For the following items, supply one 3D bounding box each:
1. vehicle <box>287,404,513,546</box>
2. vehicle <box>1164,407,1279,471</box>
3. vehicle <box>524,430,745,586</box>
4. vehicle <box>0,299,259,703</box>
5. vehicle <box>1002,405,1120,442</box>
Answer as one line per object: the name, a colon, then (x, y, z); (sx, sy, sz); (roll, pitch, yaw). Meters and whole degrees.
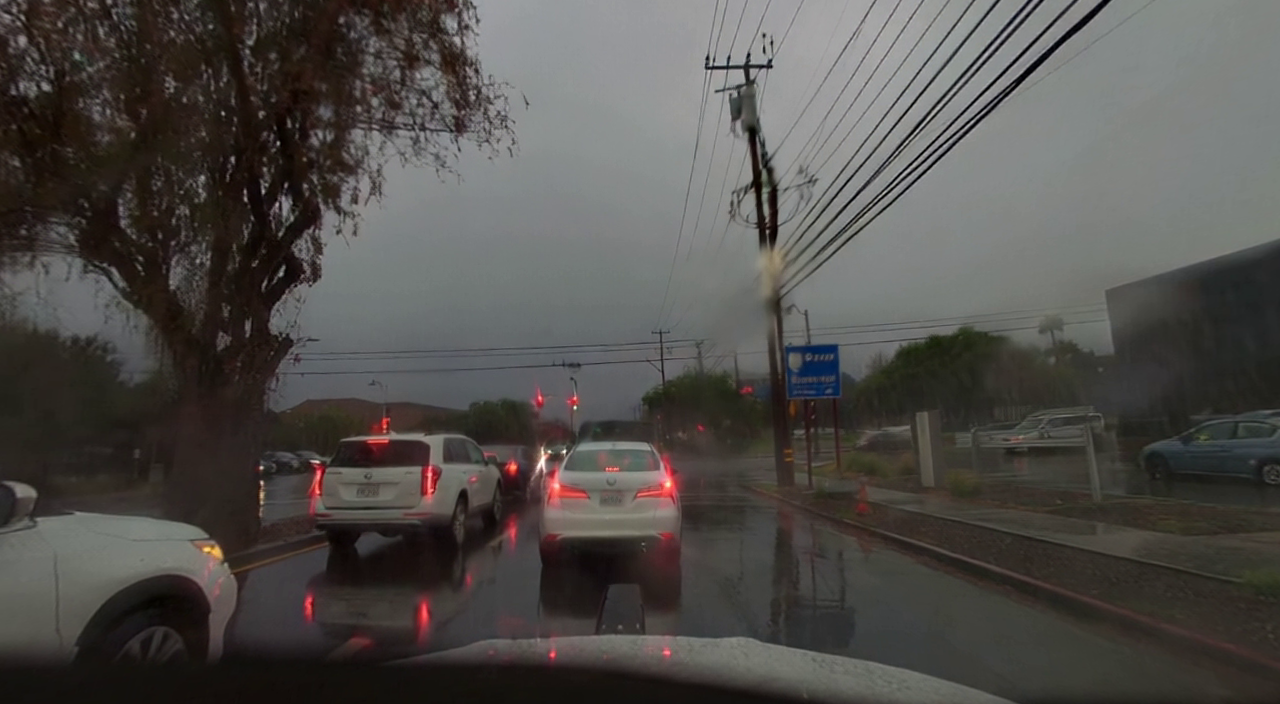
vehicle: (-3.851, 2.088, 11.370); (2.147, 1.963, 4.927); (0, -8, 0)
vehicle: (17.026, 2.542, 18.290); (1.858, 1.622, 4.491); (-5, -10, 28)
vehicle: (-0.100, 1.802, 8.140); (2.121, 1.474, 3.968); (0, -8, -2)
vehicle: (-3.592, 0.629, 1.528); (2.085, 1.943, 5.053); (0, -8, 1)
vehicle: (26.844, 4.638, 40.509); (5.782, 2.286, 2.223); (-1, -9, 4)
